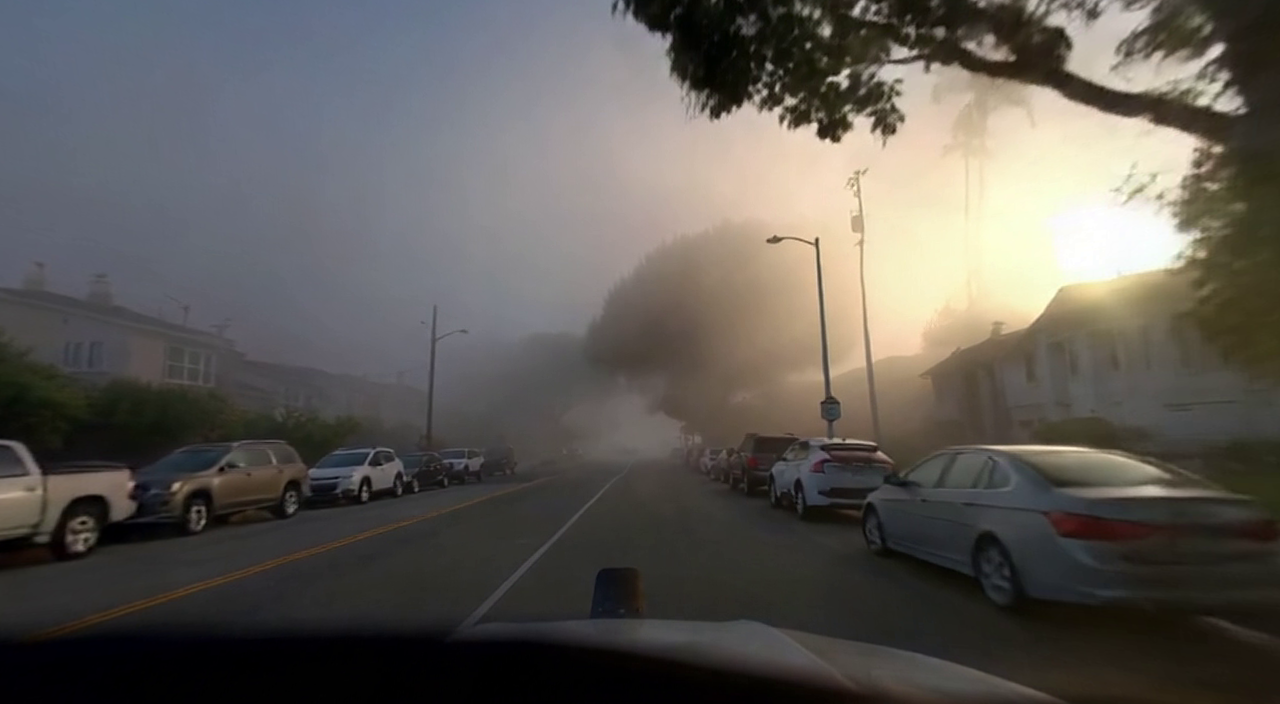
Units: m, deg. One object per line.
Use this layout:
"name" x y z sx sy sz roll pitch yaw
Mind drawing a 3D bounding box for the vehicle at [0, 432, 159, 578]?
"vehicle" -9.396 2.008 8.504 4.126 1.802 1.988 3 -9 -22

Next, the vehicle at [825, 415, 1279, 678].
"vehicle" 3.566 1.529 6.150 2.096 1.452 4.741 -3 -10 0

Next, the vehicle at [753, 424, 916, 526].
"vehicle" 3.608 2.353 12.642 1.899 1.669 4.259 0 -8 0
